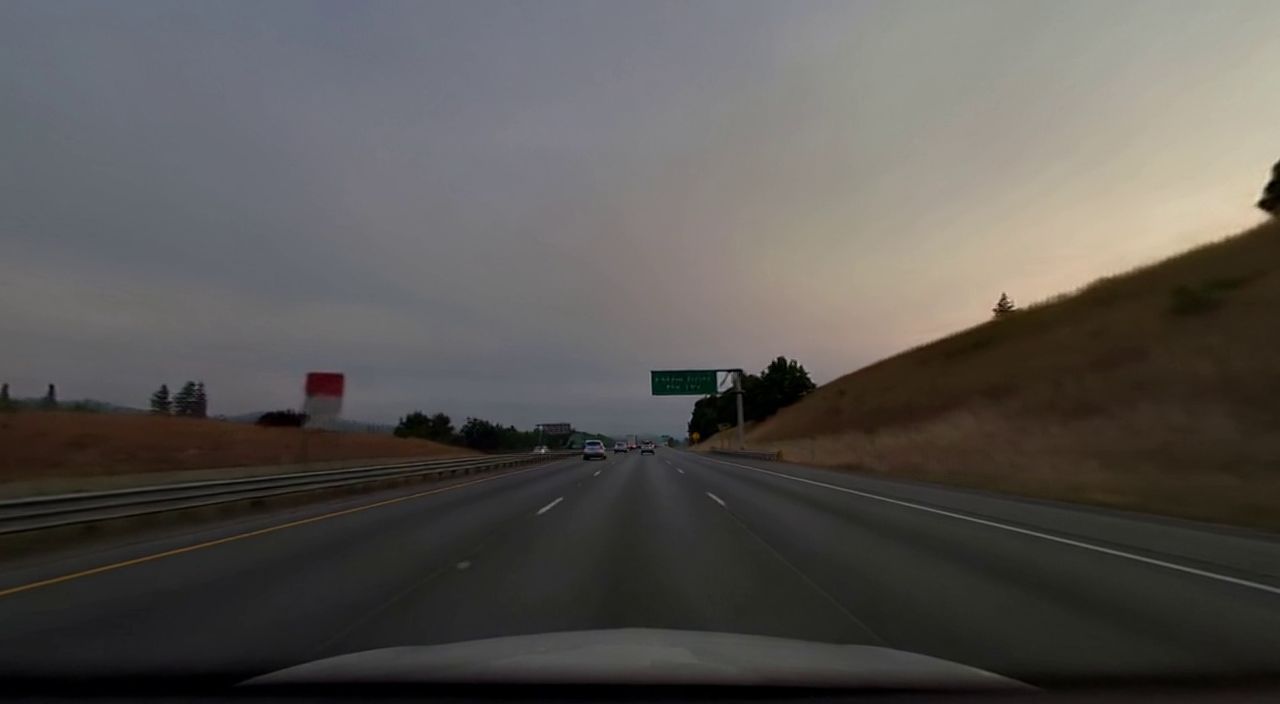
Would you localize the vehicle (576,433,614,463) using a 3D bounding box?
[{"bbox_3d":[-3.152,6.933,45.358,2.286,2.011,4.452,0,-8,2],"label":"vehicle"}]
